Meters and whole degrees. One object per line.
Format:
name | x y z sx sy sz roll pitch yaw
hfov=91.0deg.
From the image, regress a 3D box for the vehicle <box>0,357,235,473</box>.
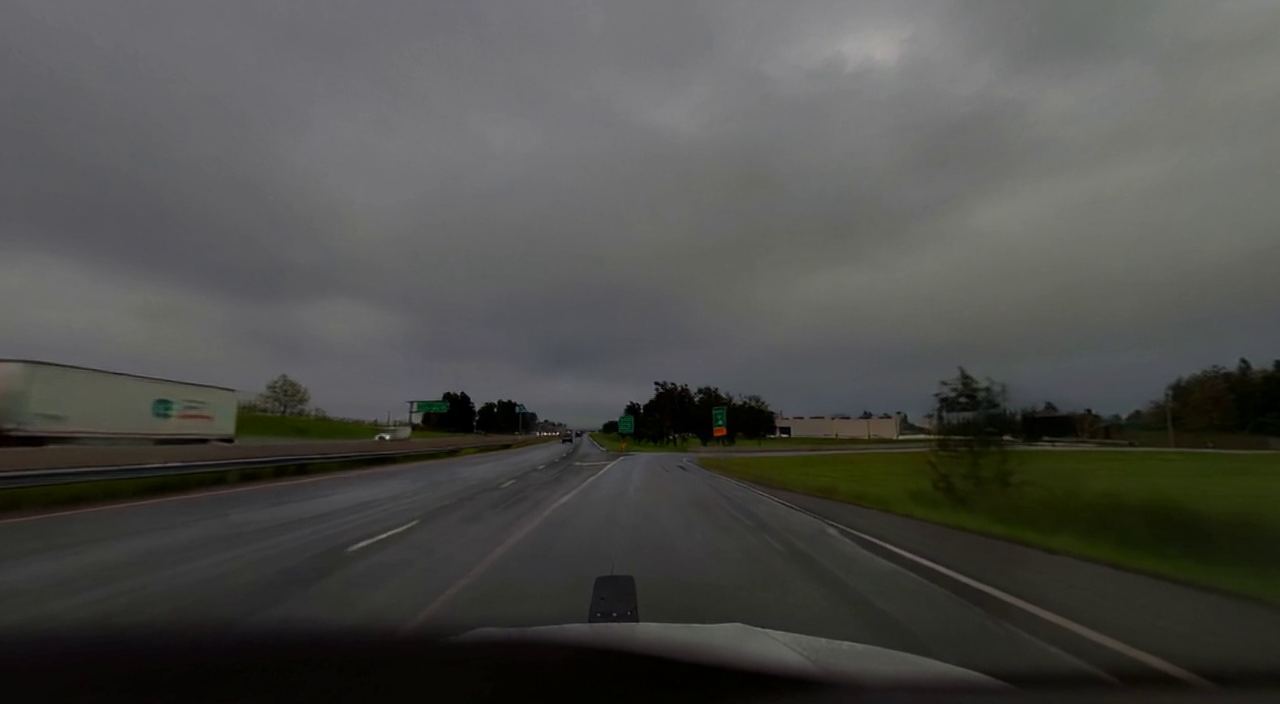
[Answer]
vehicle | -24.045 3.145 28.428 2.851 3.983 14.254 0 -8 -3
